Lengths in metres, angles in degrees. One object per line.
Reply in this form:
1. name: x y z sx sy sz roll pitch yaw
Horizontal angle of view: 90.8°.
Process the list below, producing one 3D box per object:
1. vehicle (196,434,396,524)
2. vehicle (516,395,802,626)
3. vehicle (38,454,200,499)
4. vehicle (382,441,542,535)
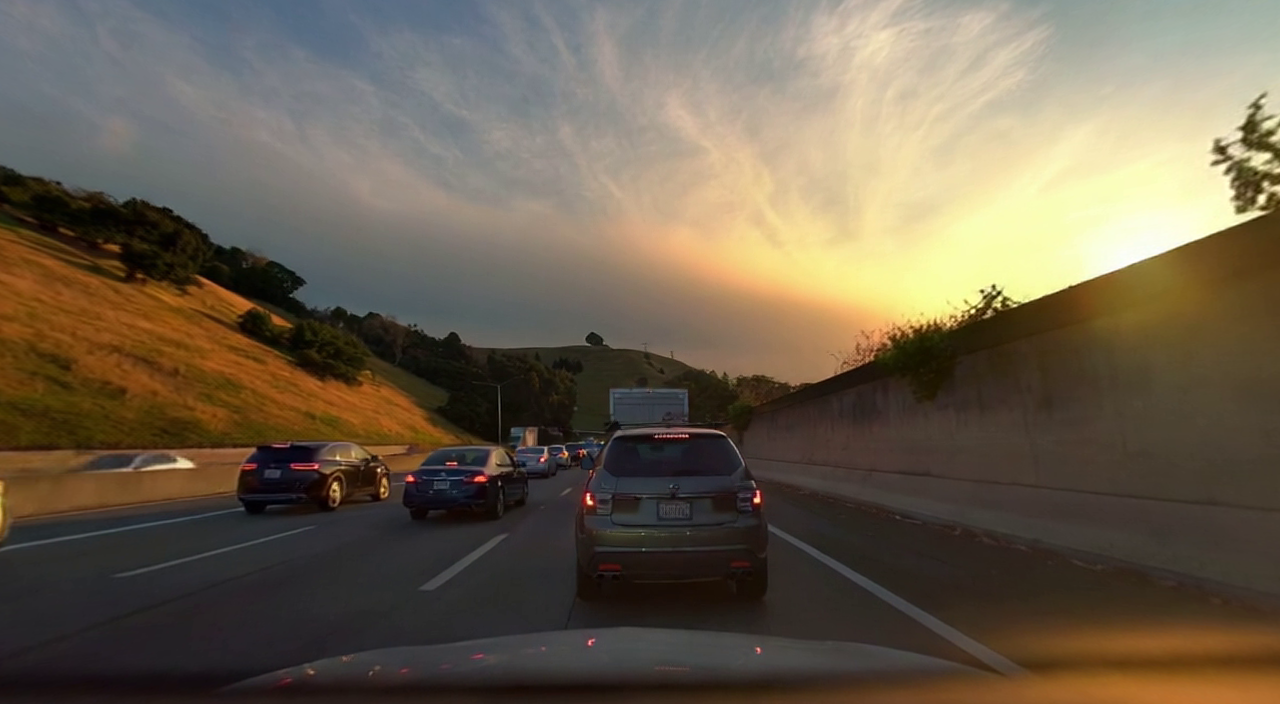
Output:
1. vehicle: -7.497 2.800 14.448 1.986 1.700 4.558 0 -9 0
2. vehicle: 0.105 1.635 7.614 2.210 1.760 5.303 0 -9 -1
3. vehicle: -18.871 4.495 23.209 2.152 1.462 4.416 0 -9 1
4. vehicle: -3.235 2.542 12.382 1.917 1.506 3.949 0 -9 1
